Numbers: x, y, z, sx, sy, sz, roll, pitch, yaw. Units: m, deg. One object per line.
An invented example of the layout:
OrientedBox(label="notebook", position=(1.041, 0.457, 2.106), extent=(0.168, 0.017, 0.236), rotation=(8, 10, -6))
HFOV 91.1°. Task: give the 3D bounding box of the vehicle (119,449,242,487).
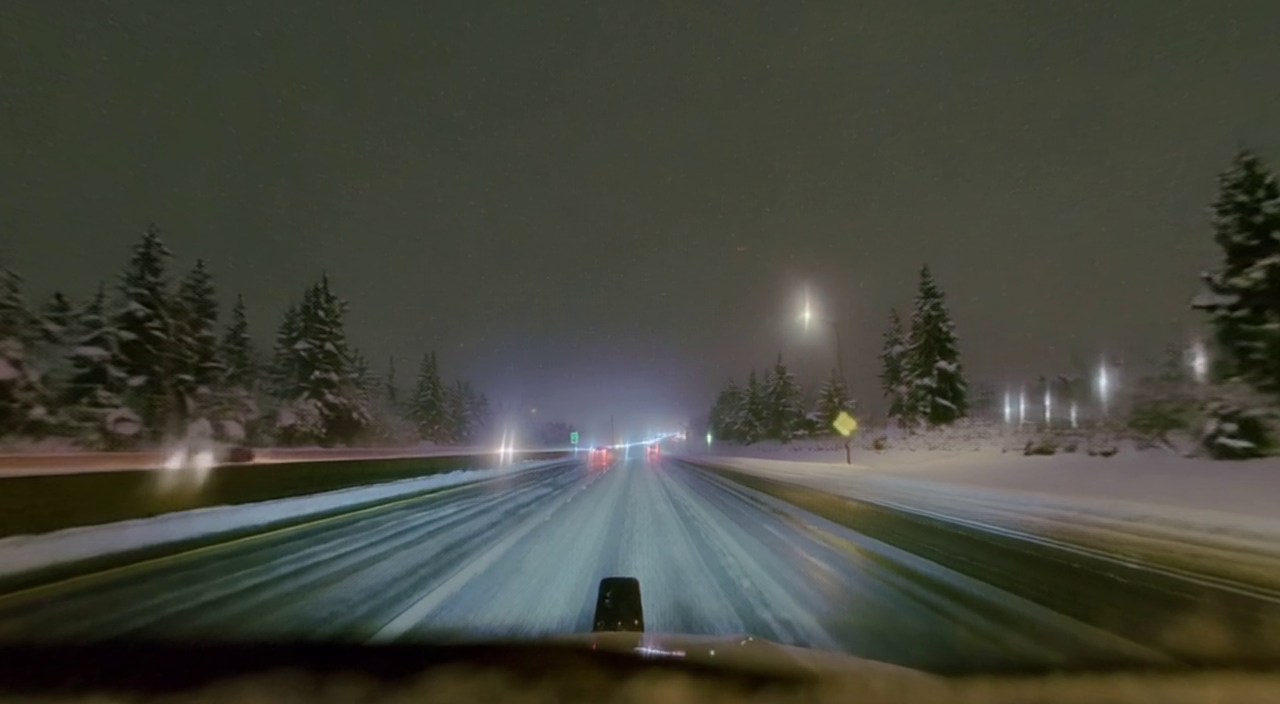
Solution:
OrientedBox(label="vehicle", position=(-20.310, 5.109, 28.073), extent=(1.866, 1.510, 4.728), rotation=(0, -9, 1))
